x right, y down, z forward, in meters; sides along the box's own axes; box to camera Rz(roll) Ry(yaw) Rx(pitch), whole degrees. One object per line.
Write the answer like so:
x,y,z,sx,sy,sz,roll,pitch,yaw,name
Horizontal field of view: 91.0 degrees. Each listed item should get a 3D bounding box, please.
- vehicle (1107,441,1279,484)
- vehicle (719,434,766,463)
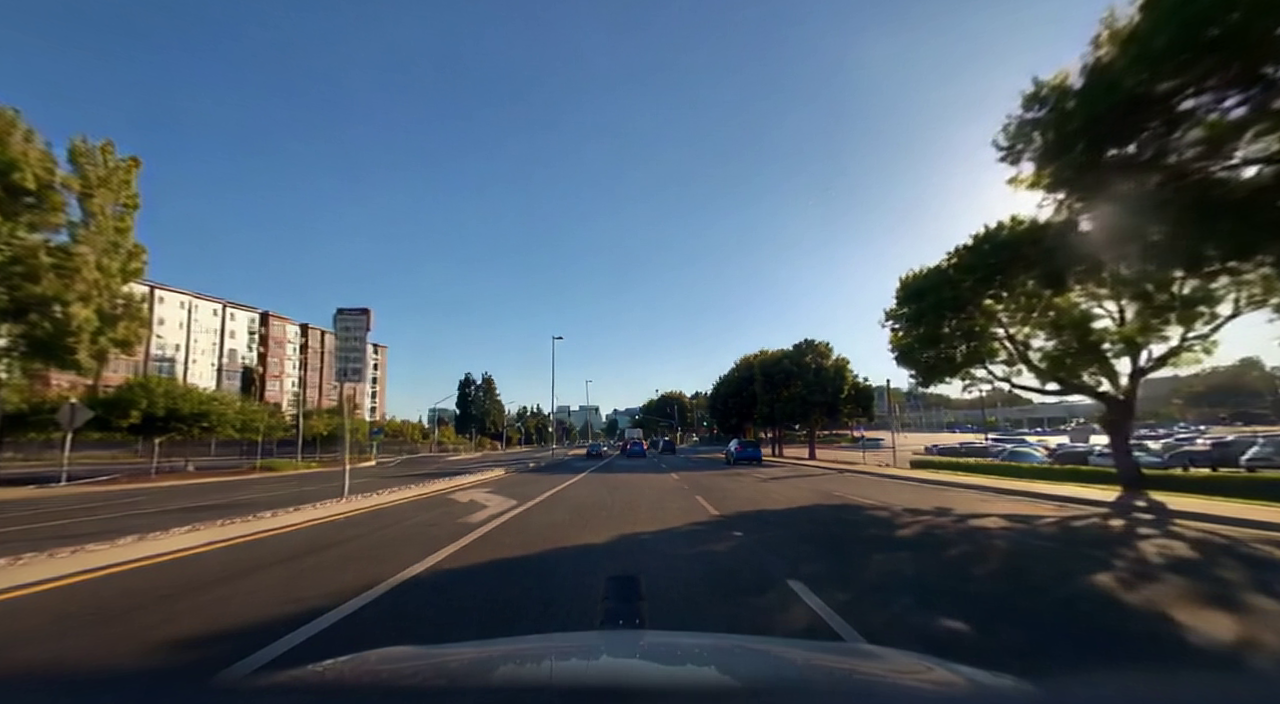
19.907,3.952,22.626,4.653,1.438,1.939,0,-9,-2,vehicle
6.633,6.366,41.441,2.136,1.799,4.796,0,-9,-2,vehicle
